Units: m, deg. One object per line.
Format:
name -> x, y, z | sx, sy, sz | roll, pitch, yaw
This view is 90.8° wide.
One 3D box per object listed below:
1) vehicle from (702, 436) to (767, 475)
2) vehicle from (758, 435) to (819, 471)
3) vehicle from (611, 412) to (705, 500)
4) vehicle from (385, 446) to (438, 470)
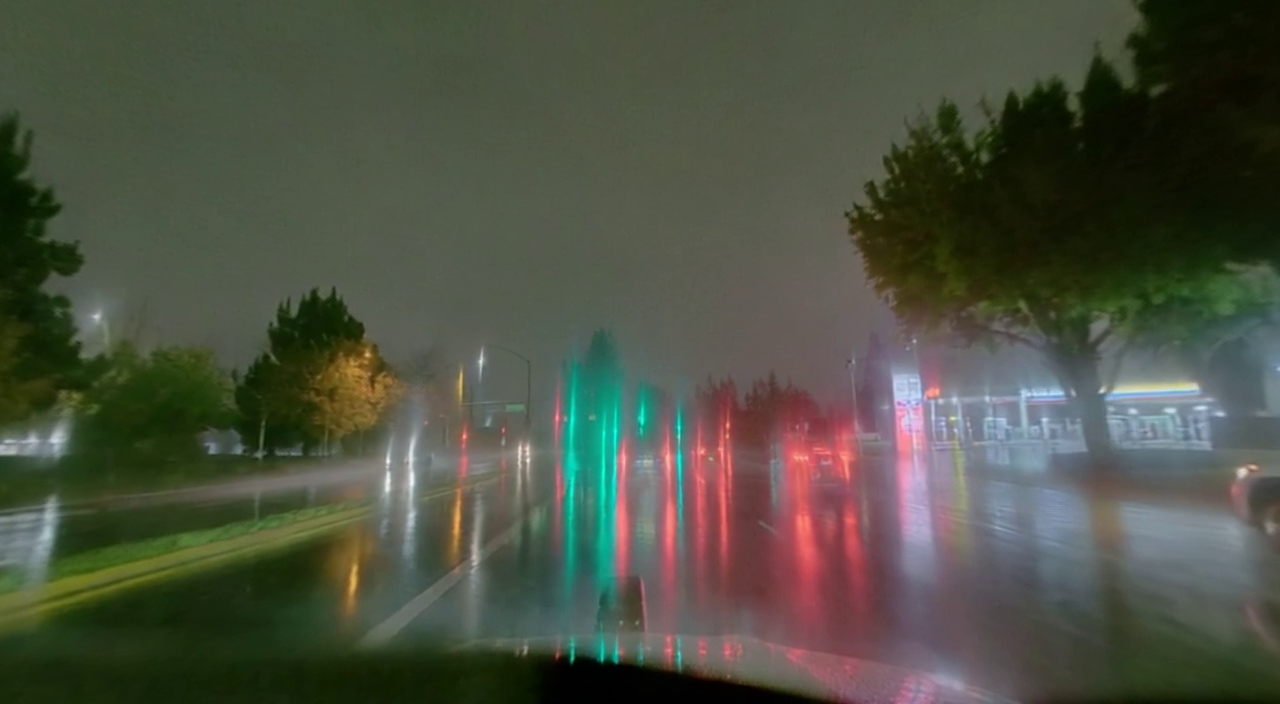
vehicle -> 3.827, 4.270, 26.287 | 1.940, 1.474, 4.234 | 0, -8, -2
vehicle -> 6.943, 4.756, 30.016 | 1.793, 1.585, 4.130 | 0, -8, -1
vehicle -> 0.285, 2.632, 16.342 | 2.038, 1.917, 4.900 | 0, -8, -3
vehicle -> -15.502, 7.165, 43.040 | 1.914, 1.496, 4.361 | 0, -8, 1
